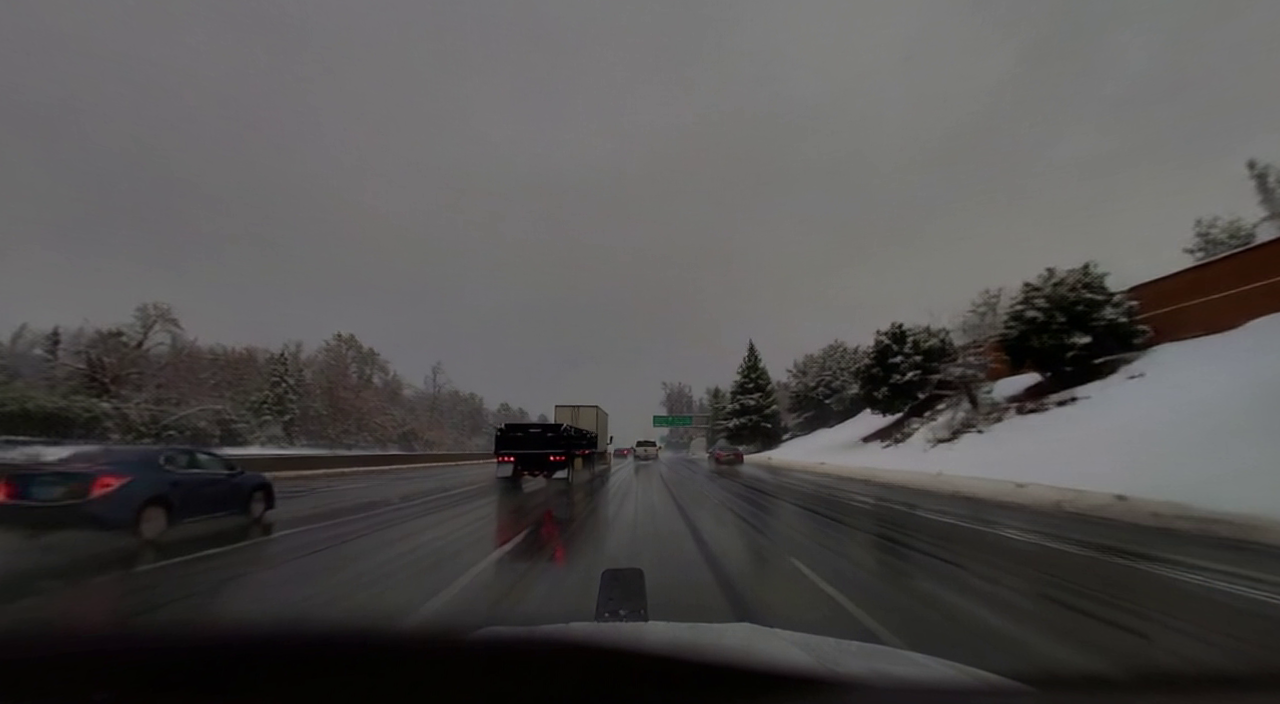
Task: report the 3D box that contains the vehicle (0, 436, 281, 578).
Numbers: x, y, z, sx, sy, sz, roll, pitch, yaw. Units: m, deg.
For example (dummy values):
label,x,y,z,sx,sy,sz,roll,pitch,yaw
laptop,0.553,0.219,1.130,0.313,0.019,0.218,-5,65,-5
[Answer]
label,x,y,z,sx,sy,sz,roll,pitch,yaw
vehicle,-7.411,1.947,8.856,1.965,1.437,4.592,0,-8,1

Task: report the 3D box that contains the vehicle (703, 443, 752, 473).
label,x,y,z,sx,sy,sz,roll,pitch,yaw
vehicle,4.645,5.682,33.981,1.993,1.474,4.230,0,-8,0

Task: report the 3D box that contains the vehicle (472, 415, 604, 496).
label,x,y,z,sx,sy,sz,roll,pitch,yaw
vehicle,-3.483,4.276,26.866,2.854,2.379,16.653,0,-8,0

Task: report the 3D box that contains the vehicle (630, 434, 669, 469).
label,x,y,z,sx,sy,sz,roll,pitch,yaw
vehicle,0.602,6.281,39.978,2.309,2.023,5.130,0,-8,1
